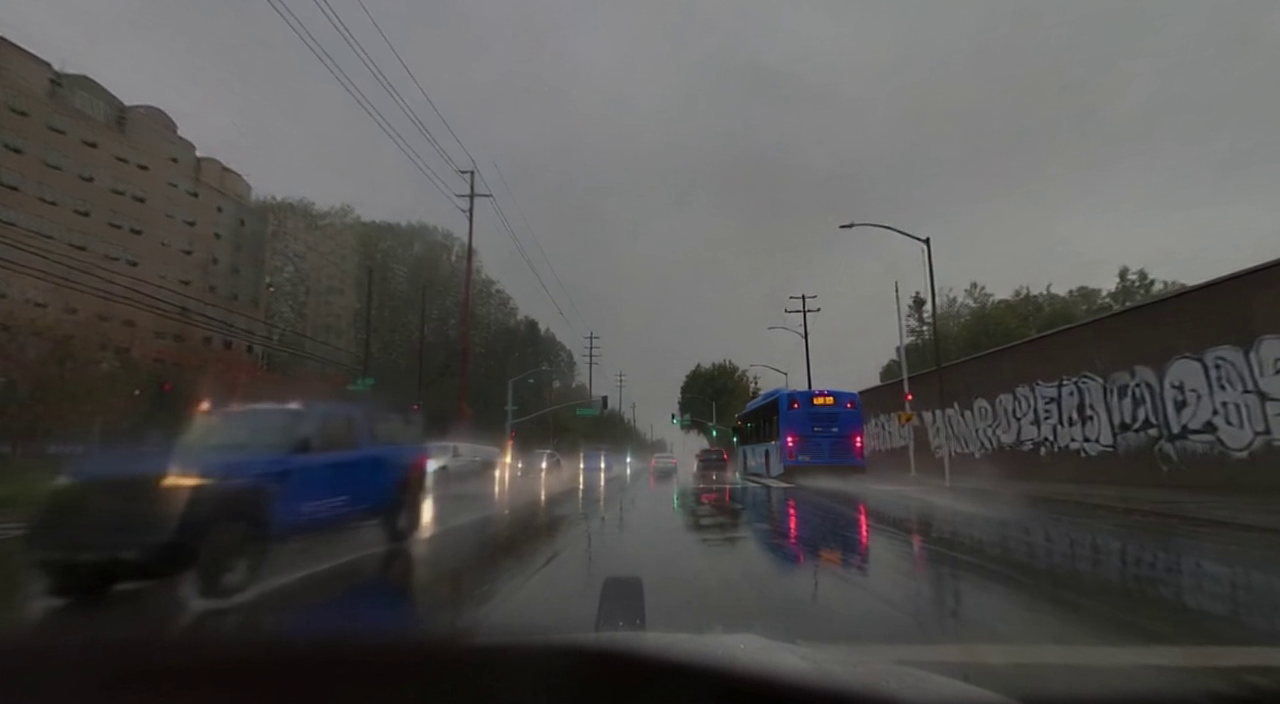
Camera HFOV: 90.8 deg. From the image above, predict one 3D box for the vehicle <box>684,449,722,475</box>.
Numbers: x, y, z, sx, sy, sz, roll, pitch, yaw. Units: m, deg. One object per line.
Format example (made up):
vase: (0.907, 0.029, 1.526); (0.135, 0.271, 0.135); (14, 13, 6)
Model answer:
vehicle: (3.801, 6.721, 38.949); (1.961, 1.470, 4.196); (0, -8, 1)

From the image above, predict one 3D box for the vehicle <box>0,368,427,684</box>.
vehicle: (-3.736, 1.302, 5.786); (2.015, 1.818, 4.061); (-1, -8, 2)

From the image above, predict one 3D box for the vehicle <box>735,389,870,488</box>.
vehicle: (6.635, 3.953, 28.476); (3.045, 3.447, 12.604); (0, -8, 2)

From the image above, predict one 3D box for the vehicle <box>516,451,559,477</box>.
vehicle: (-7.232, 7.951, 44.991); (2.011, 1.672, 4.637); (-1, -8, 4)
